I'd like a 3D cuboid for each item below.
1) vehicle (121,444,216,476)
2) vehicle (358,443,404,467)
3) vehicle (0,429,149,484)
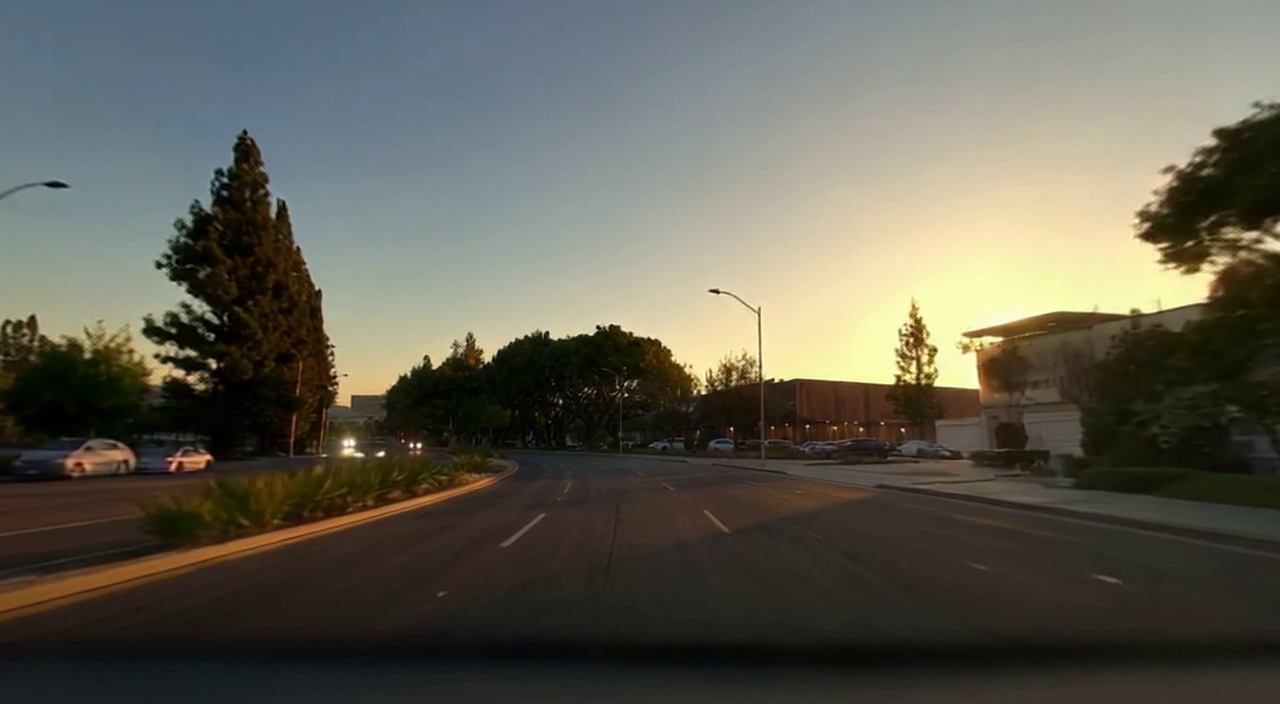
[{"bbox_3d":[-23.236,5.296,31.274,1.844,1.452,4.362,1,-8,-8],"label":"vehicle"},{"bbox_3d":[-17.644,6.994,43.062,1.987,1.489,4.389,1,-9,-11],"label":"vehicle"},{"bbox_3d":[-22.392,4.077,24.942,2.387,1.951,4.827,1,-8,-7],"label":"vehicle"}]
